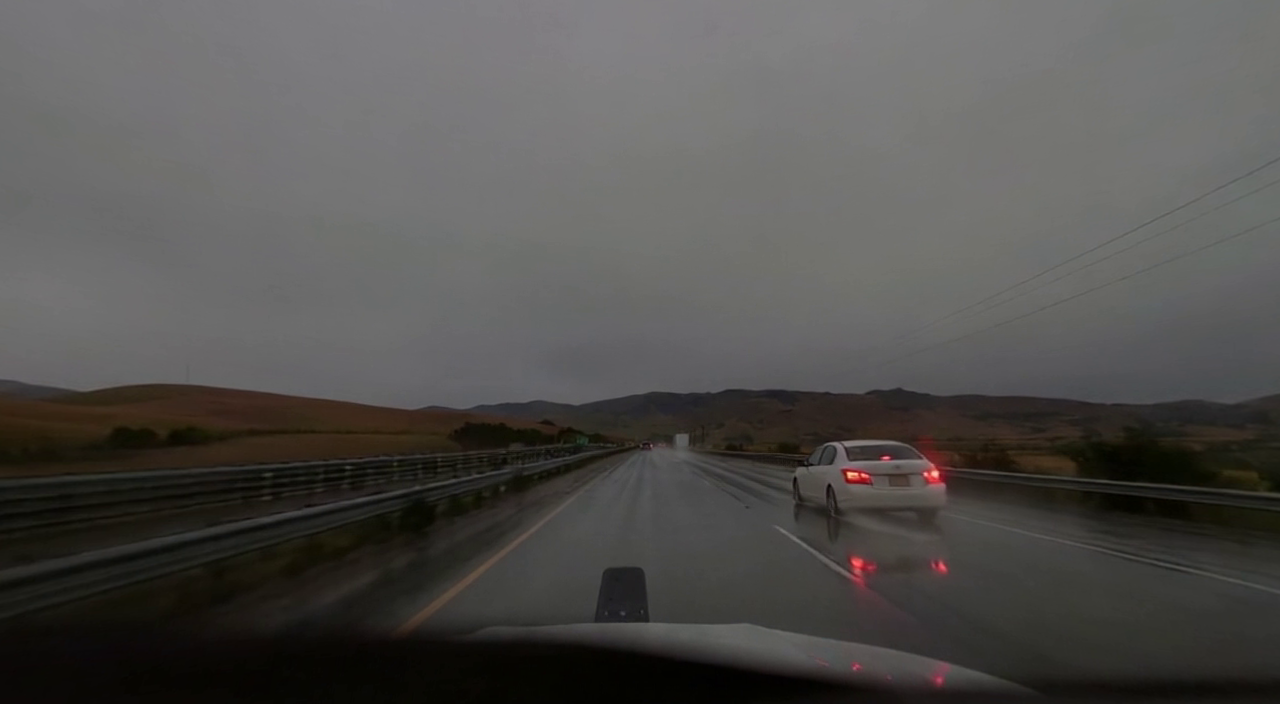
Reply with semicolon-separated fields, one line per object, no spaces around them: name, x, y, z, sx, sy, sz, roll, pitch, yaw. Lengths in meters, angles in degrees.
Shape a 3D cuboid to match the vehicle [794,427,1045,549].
vehicle;4.097;2.056;10.317;1.960;1.516;4.657;0;-8;0
